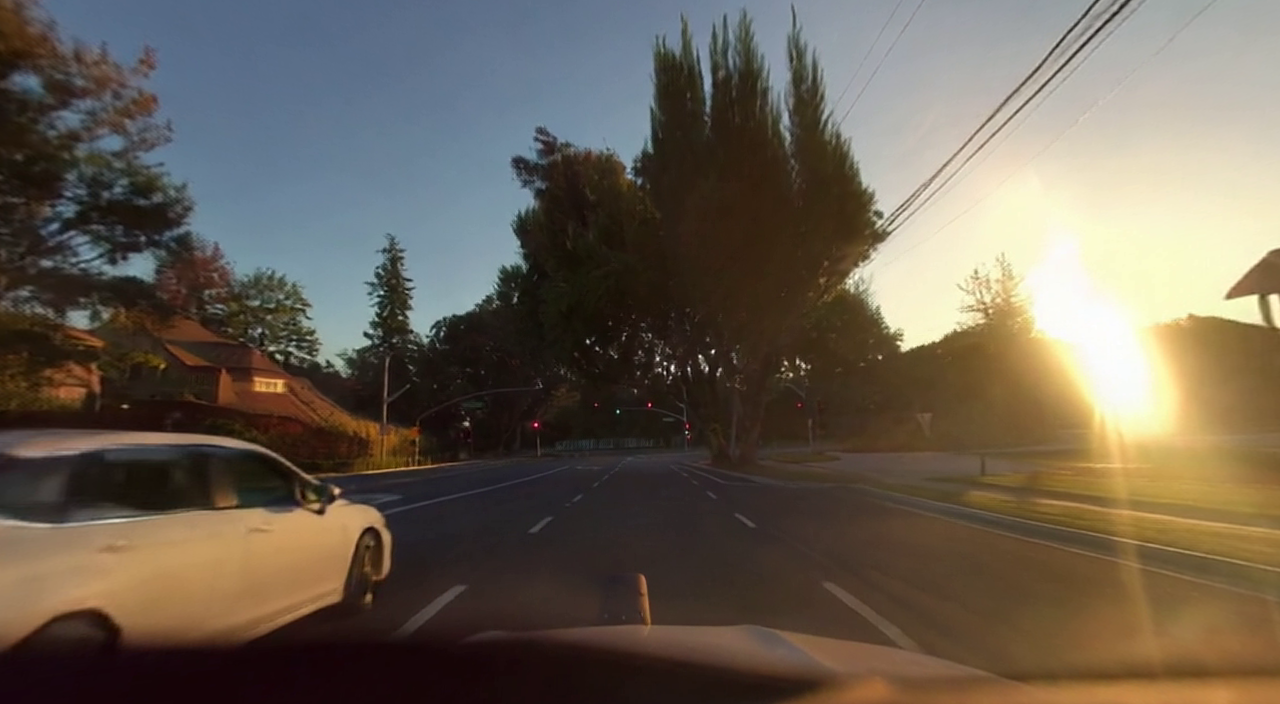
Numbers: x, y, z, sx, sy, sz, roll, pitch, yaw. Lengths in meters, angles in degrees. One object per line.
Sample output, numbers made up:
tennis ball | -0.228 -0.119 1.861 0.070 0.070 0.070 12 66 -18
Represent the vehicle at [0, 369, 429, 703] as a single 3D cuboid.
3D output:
vehicle | -3.266 1.087 3.796 2.139 1.564 4.901 0 -9 2
